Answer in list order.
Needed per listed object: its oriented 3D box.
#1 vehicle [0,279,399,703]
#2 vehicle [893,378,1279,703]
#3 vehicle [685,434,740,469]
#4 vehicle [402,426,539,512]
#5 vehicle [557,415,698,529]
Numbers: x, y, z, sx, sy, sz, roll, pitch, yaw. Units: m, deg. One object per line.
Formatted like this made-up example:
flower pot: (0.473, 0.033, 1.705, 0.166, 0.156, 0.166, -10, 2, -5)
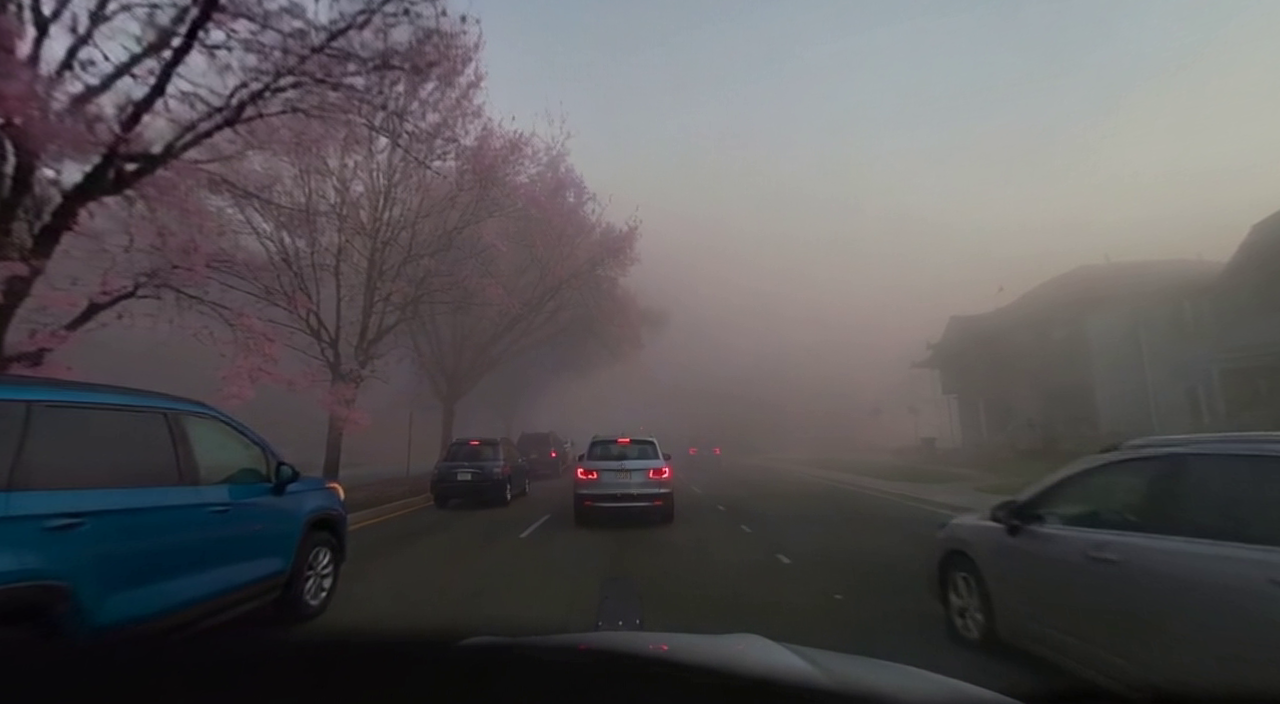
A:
vehicle: (-3.549, 0.906, 3.777, 2.304, 1.928, 4.833, 0, -8, 0)
vehicle: (3.124, 0.964, 2.774, 2.056, 1.536, 4.678, 0, -8, 0)
vehicle: (3.653, 5.133, 32.712, 2.188, 1.685, 4.604, 0, -8, -2)
vehicle: (-3.666, 2.597, 14.565, 1.948, 1.668, 4.279, 0, -8, 0)
vehicle: (-0.204, 2.093, 11.583, 2.112, 1.693, 4.058, 0, -8, -1)
